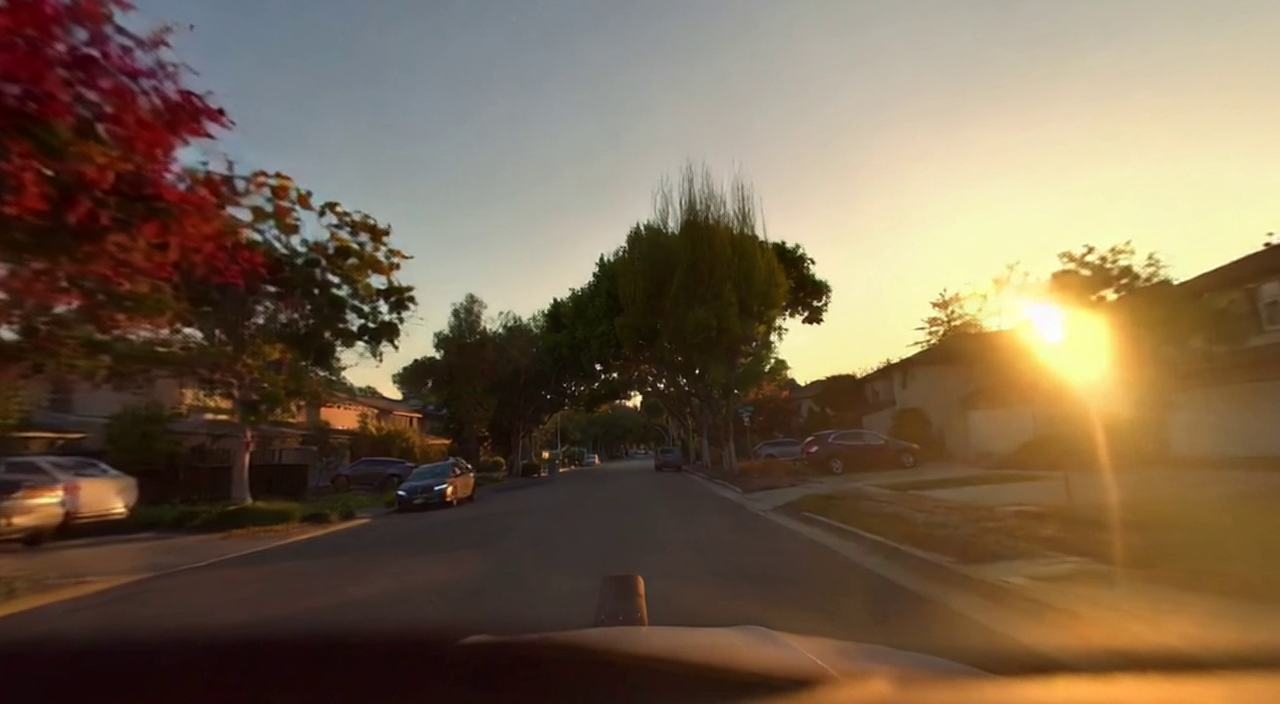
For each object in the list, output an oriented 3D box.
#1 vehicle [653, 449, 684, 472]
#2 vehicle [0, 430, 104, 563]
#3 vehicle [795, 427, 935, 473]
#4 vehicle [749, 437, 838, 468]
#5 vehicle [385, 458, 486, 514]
[{"bbox_3d":[1.886,7.395,43.277,2.022,1.483,4.565,-1,-9,1],"label":"vehicle"},{"bbox_3d":[-12.281,2.373,10.496,4.753,2.028,2.079,-1,-9,0],"label":"vehicle"},{"bbox_3d":[8.556,3.758,24.309,4.599,1.652,1.903,0,-9,-3],"label":"vehicle"},{"bbox_3d":[8.422,5.557,34.988,4.331,1.570,2.009,0,-9,-2],"label":"vehicle"},{"bbox_3d":[-6.170,4.060,19.512,1.878,1.496,3.535,-1,-9,0],"label":"vehicle"}]
